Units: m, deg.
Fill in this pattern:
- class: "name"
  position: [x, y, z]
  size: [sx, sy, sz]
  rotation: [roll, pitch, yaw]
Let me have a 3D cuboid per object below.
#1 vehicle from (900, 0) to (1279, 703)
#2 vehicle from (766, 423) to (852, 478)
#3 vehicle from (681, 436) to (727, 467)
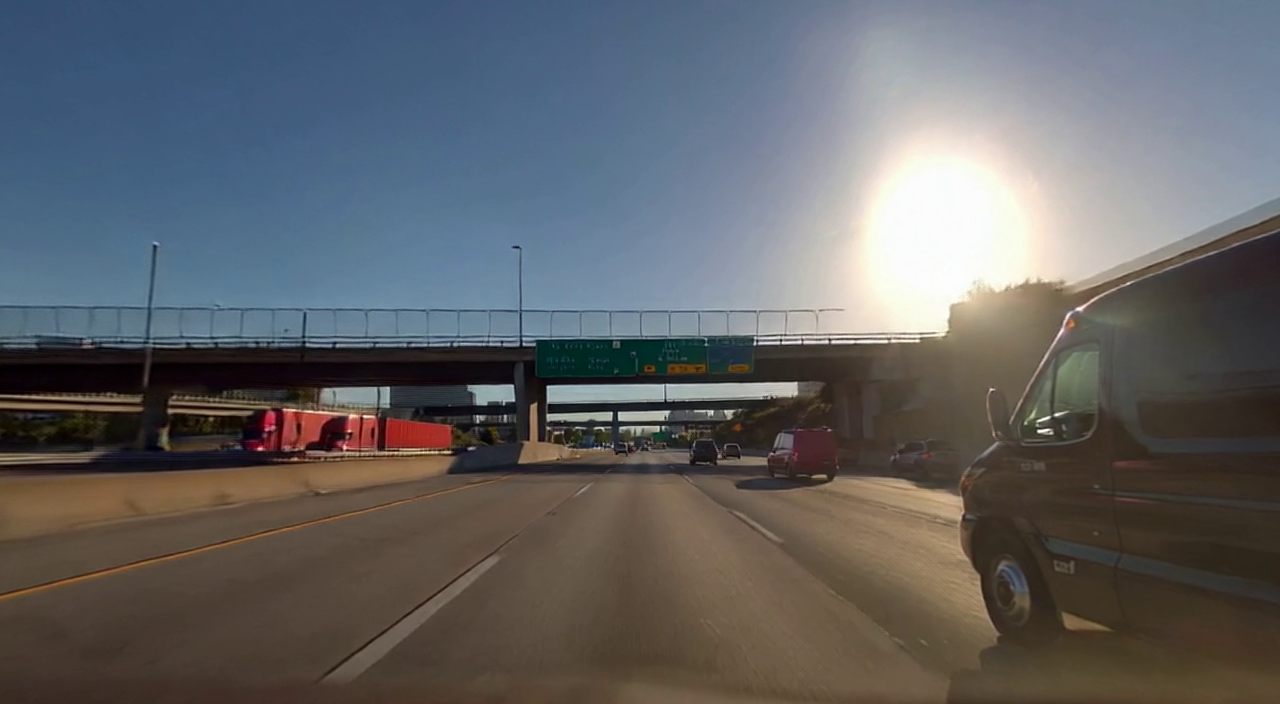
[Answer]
- class: "vehicle"
  position: [3.210, 0.131, 1.140]
  size: [2.436, 2.745, 7.034]
  rotation: [0, -8, 0]
- class: "vehicle"
  position: [7.390, 4.404, 28.313]
  size: [2.301, 2.203, 5.419]
  rotation: [0, -8, 0]
- class: "vehicle"
  position: [4.213, 6.666, 42.438]
  size: [2.464, 1.961, 5.520]
  rotation: [0, -8, -1]
